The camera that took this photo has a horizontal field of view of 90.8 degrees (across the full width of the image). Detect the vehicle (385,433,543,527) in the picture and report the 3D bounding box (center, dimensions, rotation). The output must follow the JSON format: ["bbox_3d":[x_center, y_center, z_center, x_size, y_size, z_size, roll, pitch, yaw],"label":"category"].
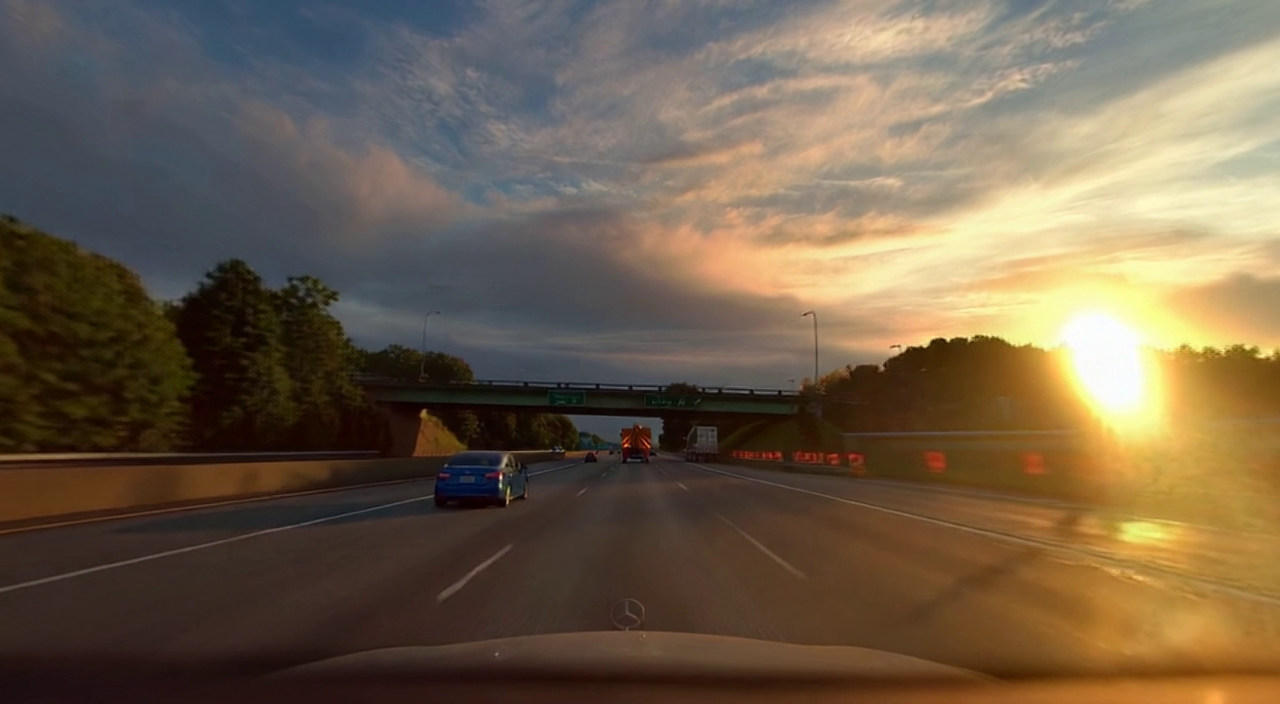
[{"bbox_3d":[-3.449,2.602,13.335,2.088,1.643,4.215,0,-9,0],"label":"vehicle"}]

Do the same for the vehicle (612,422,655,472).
[{"bbox_3d":[-0.440,6.462,42.742,2.672,3.056,6.900,0,-9,-1],"label":"vehicle"}]
